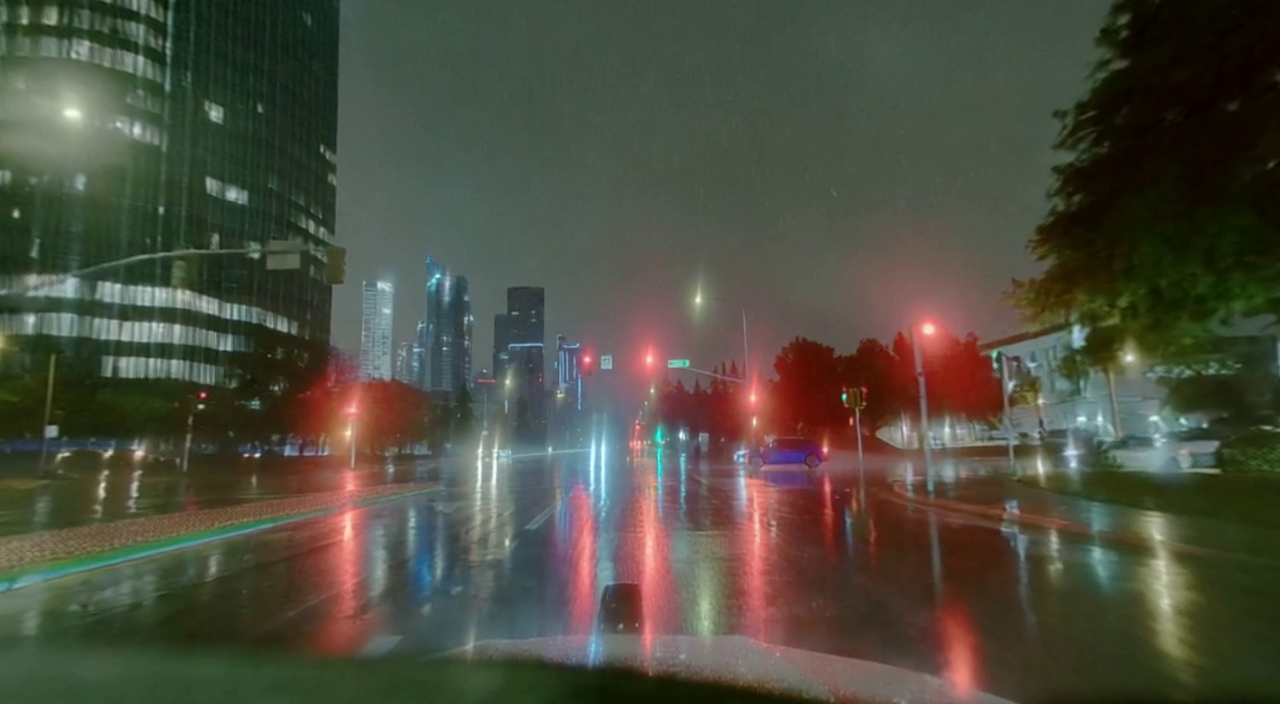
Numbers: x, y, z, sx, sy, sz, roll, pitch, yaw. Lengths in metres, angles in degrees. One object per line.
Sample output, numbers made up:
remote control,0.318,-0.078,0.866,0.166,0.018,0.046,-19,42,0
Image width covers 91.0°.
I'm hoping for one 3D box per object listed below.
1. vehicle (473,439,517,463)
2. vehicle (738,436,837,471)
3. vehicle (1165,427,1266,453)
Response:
vehicle,-11.387,7.822,49.794,2.069,1.771,4.947,0,-9,3
vehicle,7.092,4.919,30.551,4.218,1.572,2.065,1,-9,-5
vehicle,40.629,6.262,44.549,4.625,1.741,2.395,0,-9,3
